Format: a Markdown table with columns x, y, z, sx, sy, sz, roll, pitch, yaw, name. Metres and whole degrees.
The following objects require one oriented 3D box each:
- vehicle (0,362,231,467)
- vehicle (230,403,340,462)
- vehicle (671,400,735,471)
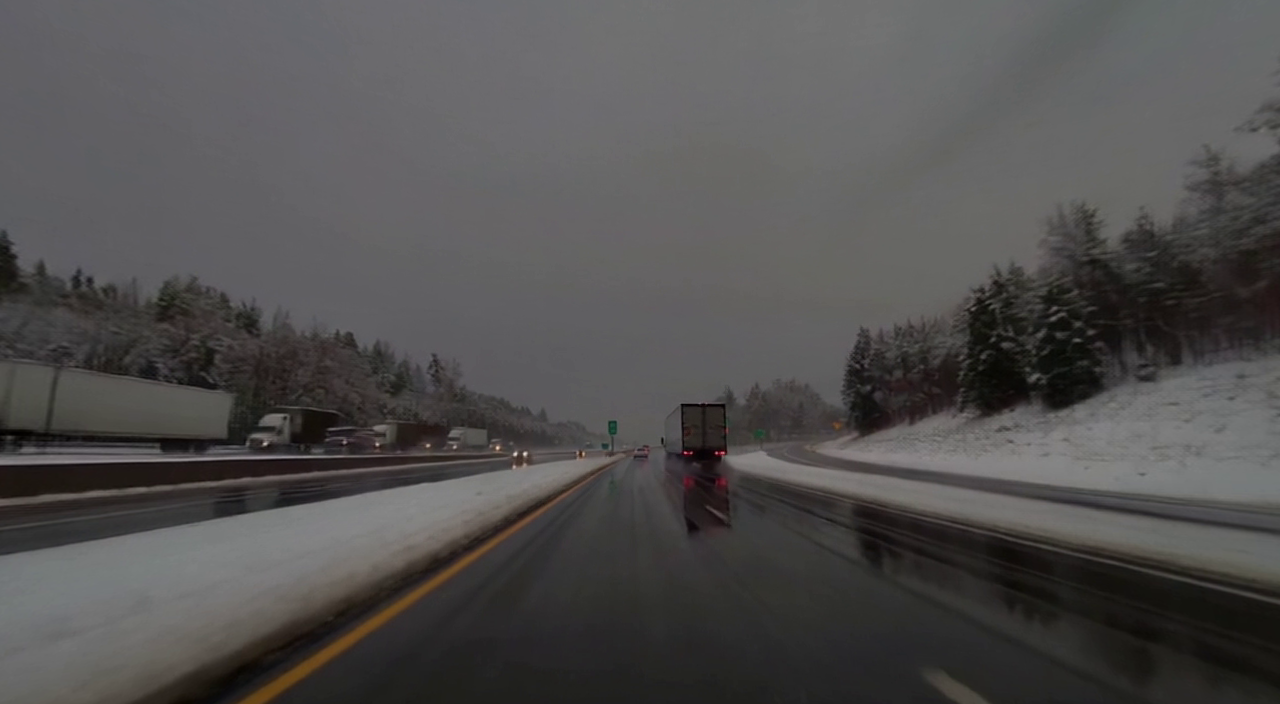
| x | y | z | sx | sy | sz | roll | pitch | yaw | name |
| --- | --- | --- | --- | --- | --- | --- | --- | --- | --- |
| -26.453 | 3.496 | 31.307 | 2.964 | 4.069 | 13.685 | 0 | -9 | 0 | vehicle |
| -26.221 | 6.187 | 47.232 | 2.933 | 3.877 | 9.896 | 0 | -9 | -3 | vehicle |
| 3.981 | 5.850 | 43.221 | 3.185 | 4.154 | 12.638 | 0 | -9 | 0 | vehicle |
